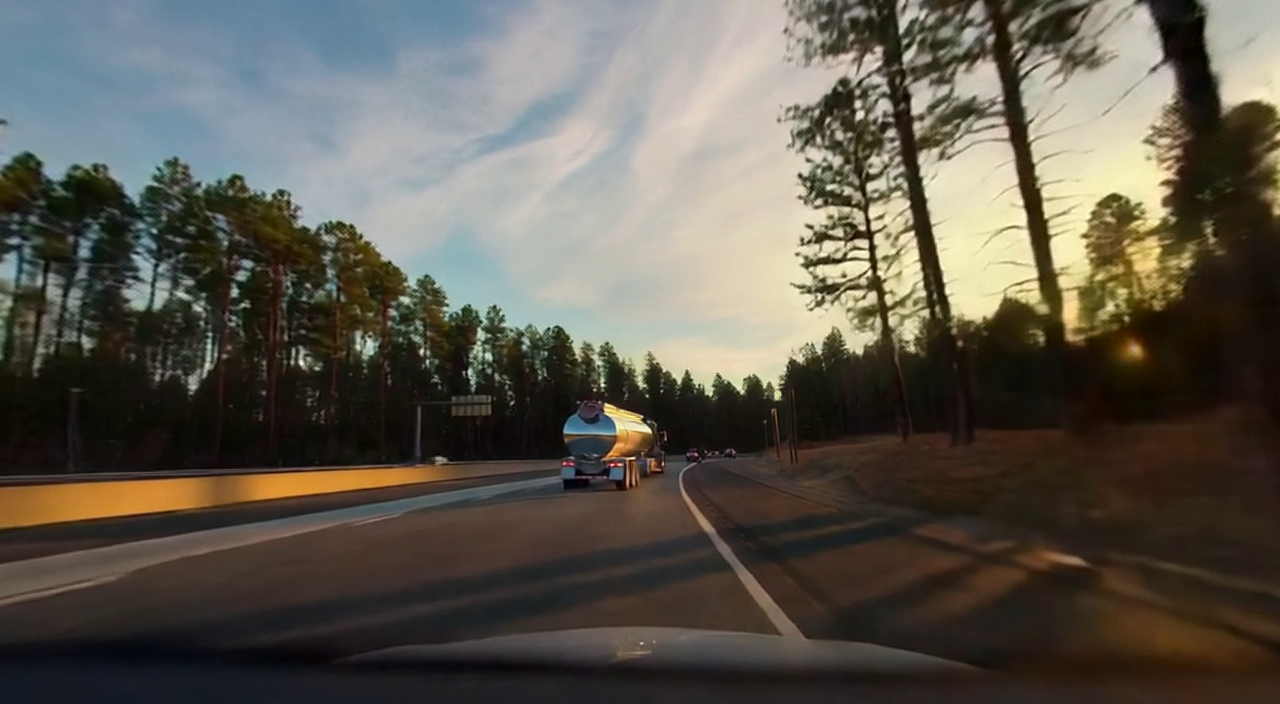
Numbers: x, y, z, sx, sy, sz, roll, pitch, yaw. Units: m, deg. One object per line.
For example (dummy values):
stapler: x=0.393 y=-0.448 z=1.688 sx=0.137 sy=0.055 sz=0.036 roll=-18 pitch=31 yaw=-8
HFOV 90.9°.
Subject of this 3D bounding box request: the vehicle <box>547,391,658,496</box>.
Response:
vehicle: x=-1.196 y=4.289 z=29.554 sx=2.907 sy=3.747 sz=13.318 roll=-1 pitch=-8 yaw=6
